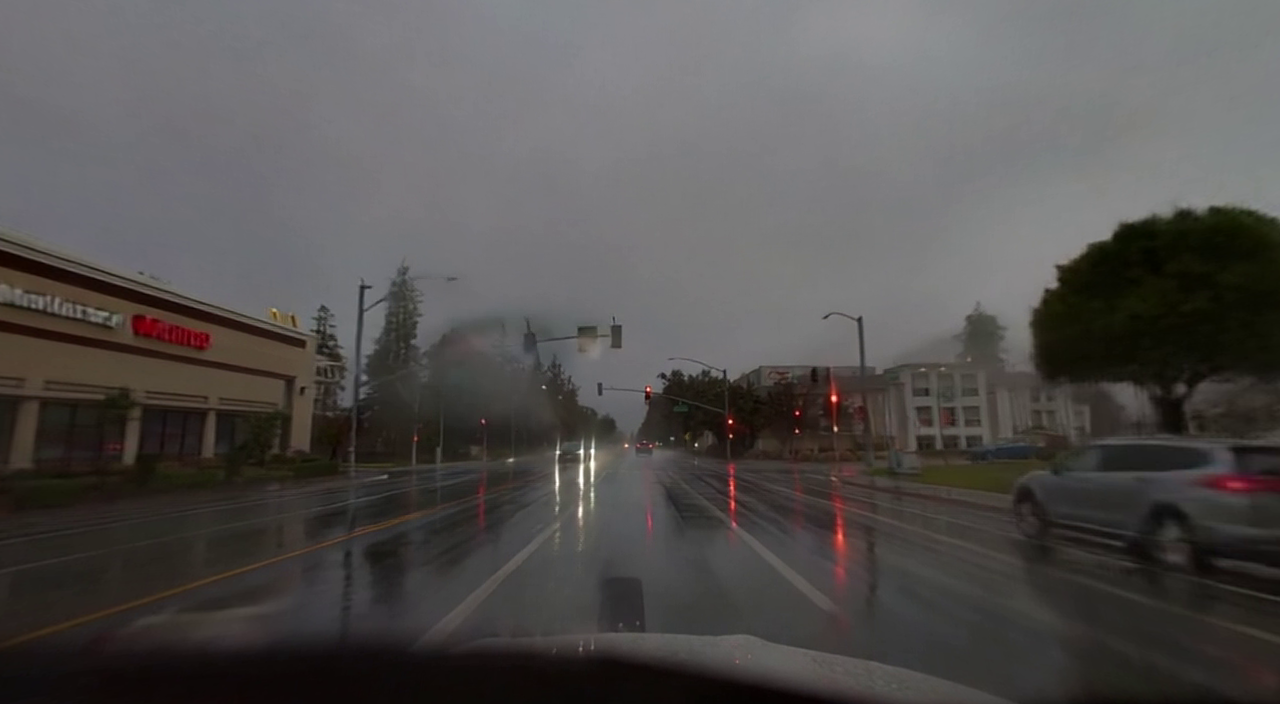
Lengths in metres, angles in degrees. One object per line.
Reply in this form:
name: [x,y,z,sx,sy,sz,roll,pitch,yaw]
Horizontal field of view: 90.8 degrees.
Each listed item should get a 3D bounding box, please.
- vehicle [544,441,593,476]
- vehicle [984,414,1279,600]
vehicle: [-3.331,5.051,30.275,1.915,1.553,3.846,0,-8,0]
vehicle: [7.235,1.868,8.653,2.132,1.793,5.003,0,-8,-1]
